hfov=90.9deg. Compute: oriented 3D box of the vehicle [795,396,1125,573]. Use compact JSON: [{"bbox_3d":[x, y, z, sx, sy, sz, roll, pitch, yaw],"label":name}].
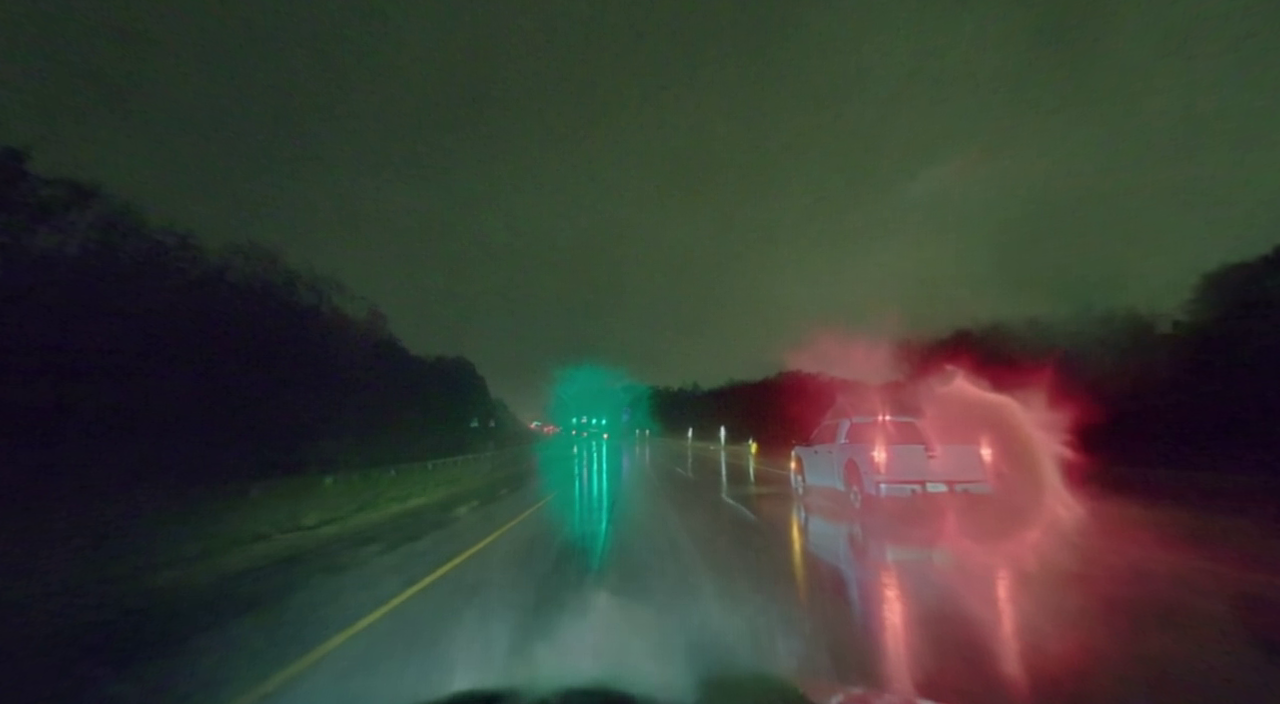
[{"bbox_3d":[3.548,1.524,8.089,1.941,1.655,4.137,0,-8,-2],"label":"vehicle"}]
